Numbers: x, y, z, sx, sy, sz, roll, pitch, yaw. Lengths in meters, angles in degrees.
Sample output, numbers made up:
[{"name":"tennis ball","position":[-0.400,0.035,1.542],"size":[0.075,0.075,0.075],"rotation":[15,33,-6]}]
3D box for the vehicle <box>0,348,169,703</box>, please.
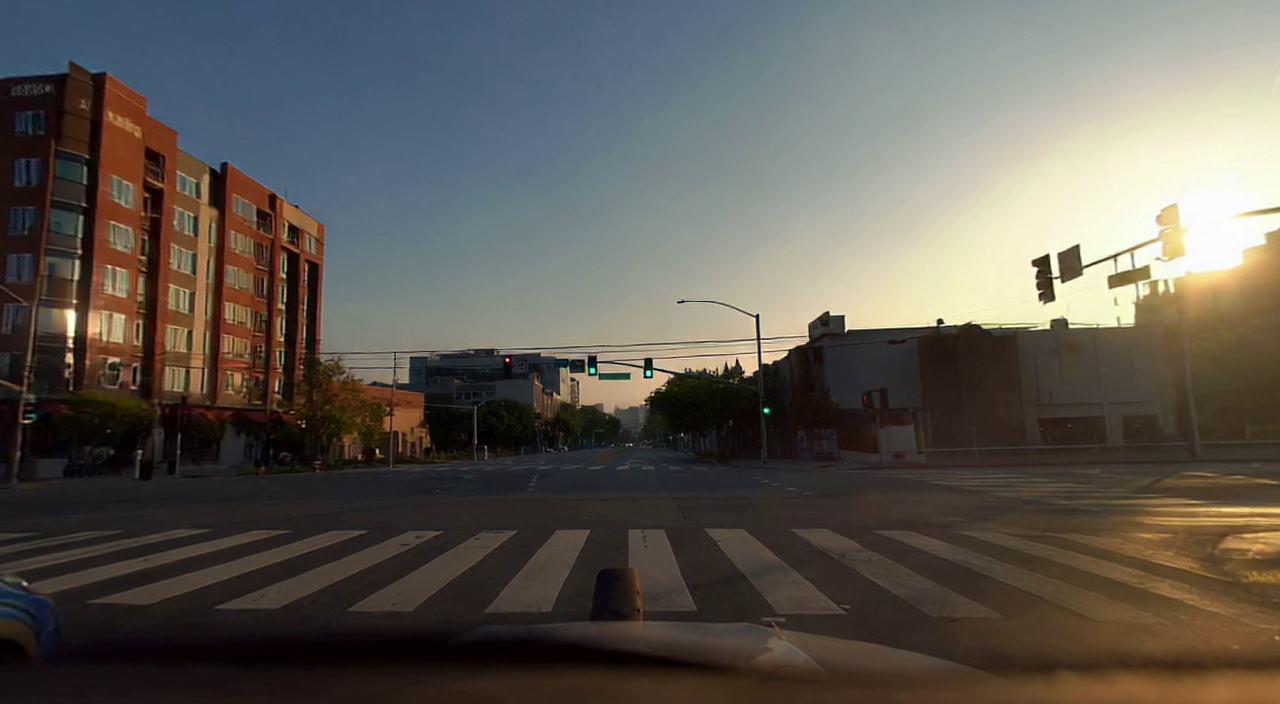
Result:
[{"name":"vehicle","position":[-3.632,0.618,1.052],"size":[2.109,1.692,4.587],"rotation":[0,-8,0]}]
